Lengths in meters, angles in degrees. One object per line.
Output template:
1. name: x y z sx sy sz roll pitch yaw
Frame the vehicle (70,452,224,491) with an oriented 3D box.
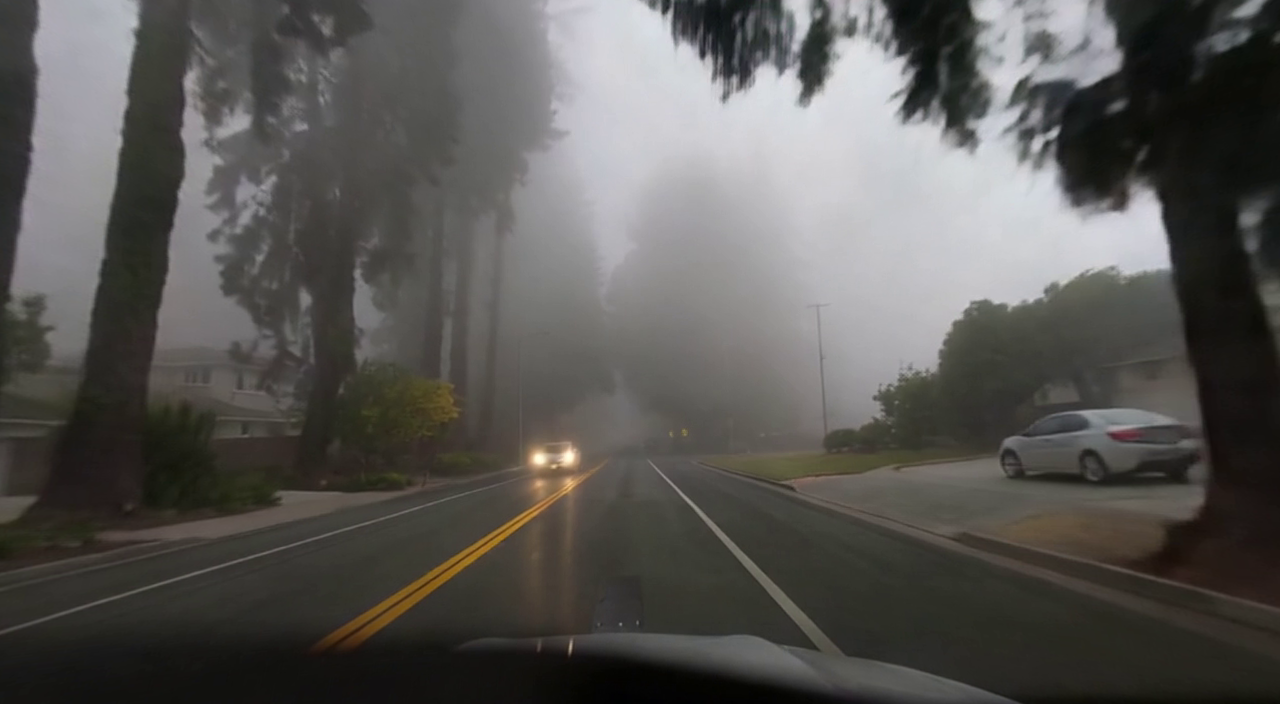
1. vehicle: -19.579 4.746 25.251 4.459 1.432 1.979 0 -8 -1

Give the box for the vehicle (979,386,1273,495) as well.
1. vehicle: 10.714 2.077 14.817 2.305 2.042 5.711 0 -8 0

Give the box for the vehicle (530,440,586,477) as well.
1. vehicle: -4.011 5.293 31.645 2.208 1.663 4.326 -1 -8 0
